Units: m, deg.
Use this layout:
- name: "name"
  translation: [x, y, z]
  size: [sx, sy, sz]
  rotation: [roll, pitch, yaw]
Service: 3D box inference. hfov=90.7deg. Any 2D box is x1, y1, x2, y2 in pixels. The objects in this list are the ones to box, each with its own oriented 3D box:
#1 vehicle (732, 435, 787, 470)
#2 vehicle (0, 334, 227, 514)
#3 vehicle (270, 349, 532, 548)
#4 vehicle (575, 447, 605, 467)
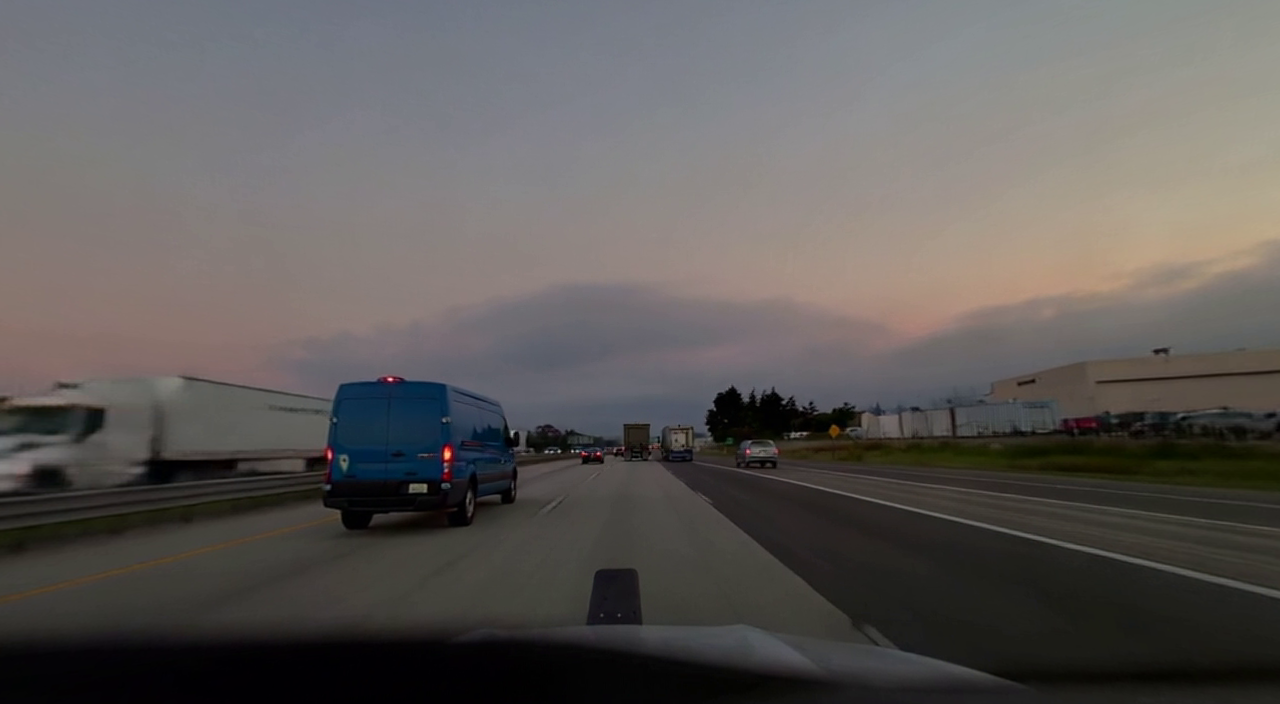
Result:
- name: "vehicle"
  translation: [7.091, 6.045, 38.229]
  size: [2.216, 1.918, 5.742]
  rotation: [0, -9, 0]
- name: "vehicle"
  translation: [-15.869, 2.170, 17.982]
  size: [3.008, 4.054, 7.573]
  rotation: [0, -9, 0]
- name: "vehicle"
  translation: [-4.017, 1.868, 12.548]
  size: [2.557, 2.855, 6.674]
  rotation: [0, -9, 0]
- name: "vehicle"
  translation: [-3.826, 8.129, 49.336]
  size: [2.024, 1.472, 4.014]
  rotation: [0, -9, 0]
